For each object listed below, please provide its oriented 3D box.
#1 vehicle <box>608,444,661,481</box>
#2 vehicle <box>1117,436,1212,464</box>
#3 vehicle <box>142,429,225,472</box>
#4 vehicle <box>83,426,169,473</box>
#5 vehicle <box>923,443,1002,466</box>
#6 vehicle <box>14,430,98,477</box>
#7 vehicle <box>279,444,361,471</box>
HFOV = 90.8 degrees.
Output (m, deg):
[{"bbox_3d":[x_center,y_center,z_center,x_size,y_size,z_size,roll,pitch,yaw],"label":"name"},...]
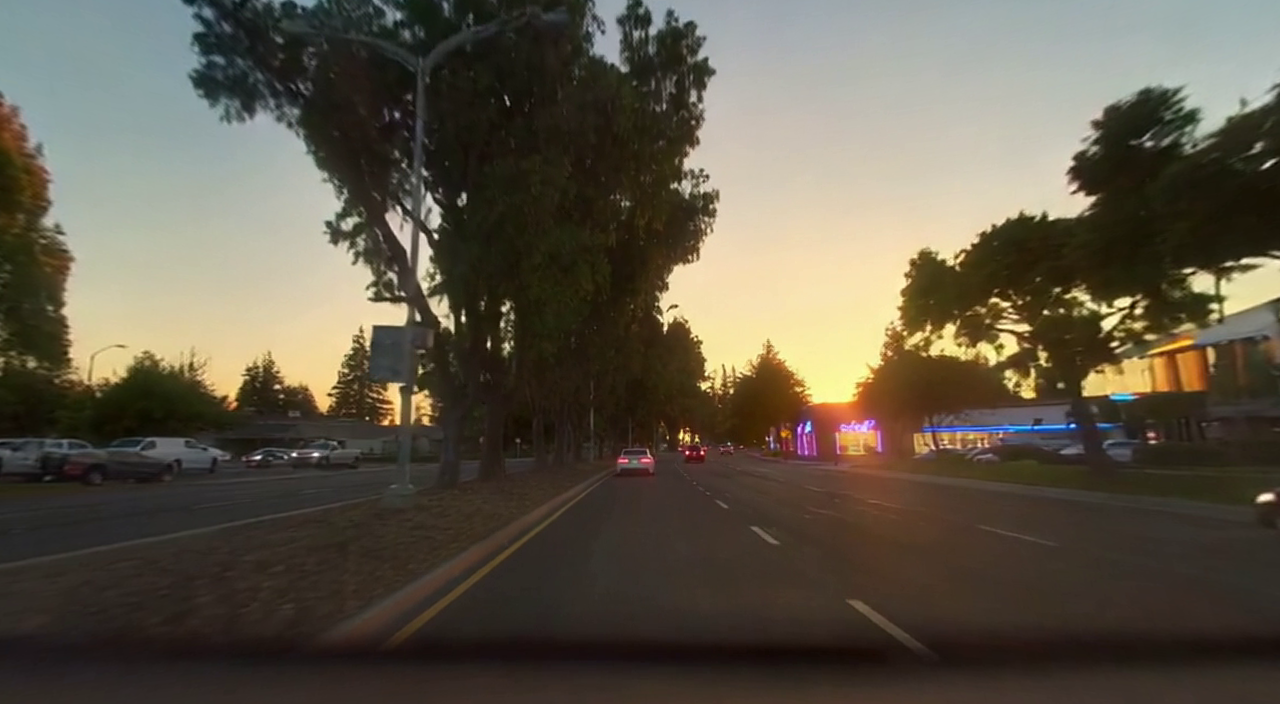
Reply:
[{"bbox_3d":[-0.195,4.687,27.060,2.095,1.456,3.873,0,-8,1],"label":"vehicle"},{"bbox_3d":[34.668,6.517,41.861,4.366,1.723,1.944,-1,-10,4],"label":"vehicle"},{"bbox_3d":[-30.242,6.590,41.817,5.689,2.583,2.285,-7,-12,32],"label":"vehicle"},{"bbox_3d":[-31.986,6.129,39.268,5.926,2.638,2.413,-8,-12,35],"label":"vehicle"},{"bbox_3d":[21.461,6.819,42.206,4.197,1.505,1.915,0,-8,1],"label":"vehicle"},{"bbox_3d":[-34.534,5.938,37.293,6.029,2.538,2.343,-6,-10,37],"label":"vehicle"},{"bbox_3d":[-24.042,7.898,47.582,5.104,1.947,2.106,6,-10,-35],"label":"vehicle"}]
